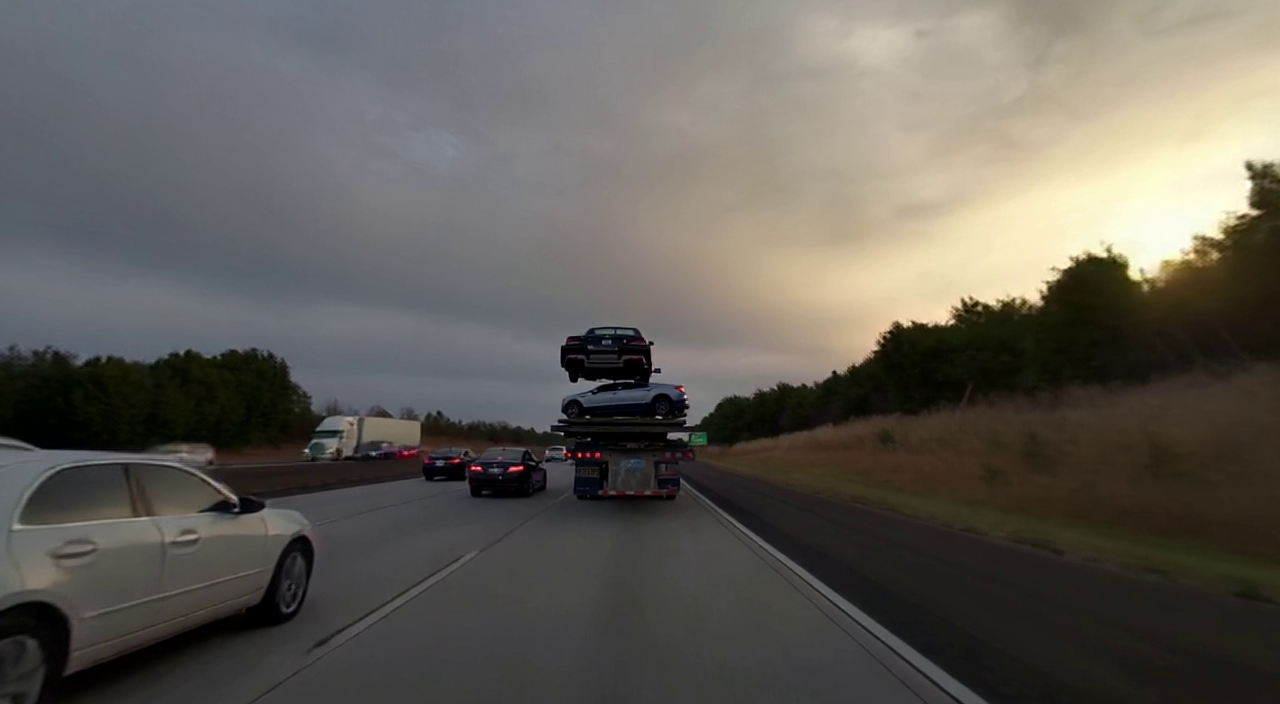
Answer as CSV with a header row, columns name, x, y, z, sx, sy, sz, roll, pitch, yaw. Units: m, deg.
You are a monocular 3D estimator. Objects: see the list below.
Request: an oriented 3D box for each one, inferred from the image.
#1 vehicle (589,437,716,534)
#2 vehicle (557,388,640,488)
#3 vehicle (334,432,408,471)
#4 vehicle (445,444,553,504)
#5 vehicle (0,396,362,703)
name,x,y,z,sx,sy,sz,roll,pitch,yaw
vehicle,0.172,2.370,11.685,1.991,1.507,3.391,0,-9,-1
vehicle,-2.623,4.507,32.257,3.019,3.757,16.692,1,-9,-8
vehicle,-18.950,7.072,44.926,2.360,2.581,6.256,0,-9,1
vehicle,-3.788,3.365,17.867,1.947,1.470,4.526,0,-9,1
vehicle,-3.354,1.069,3.227,2.149,1.497,3.753,0,-9,0
